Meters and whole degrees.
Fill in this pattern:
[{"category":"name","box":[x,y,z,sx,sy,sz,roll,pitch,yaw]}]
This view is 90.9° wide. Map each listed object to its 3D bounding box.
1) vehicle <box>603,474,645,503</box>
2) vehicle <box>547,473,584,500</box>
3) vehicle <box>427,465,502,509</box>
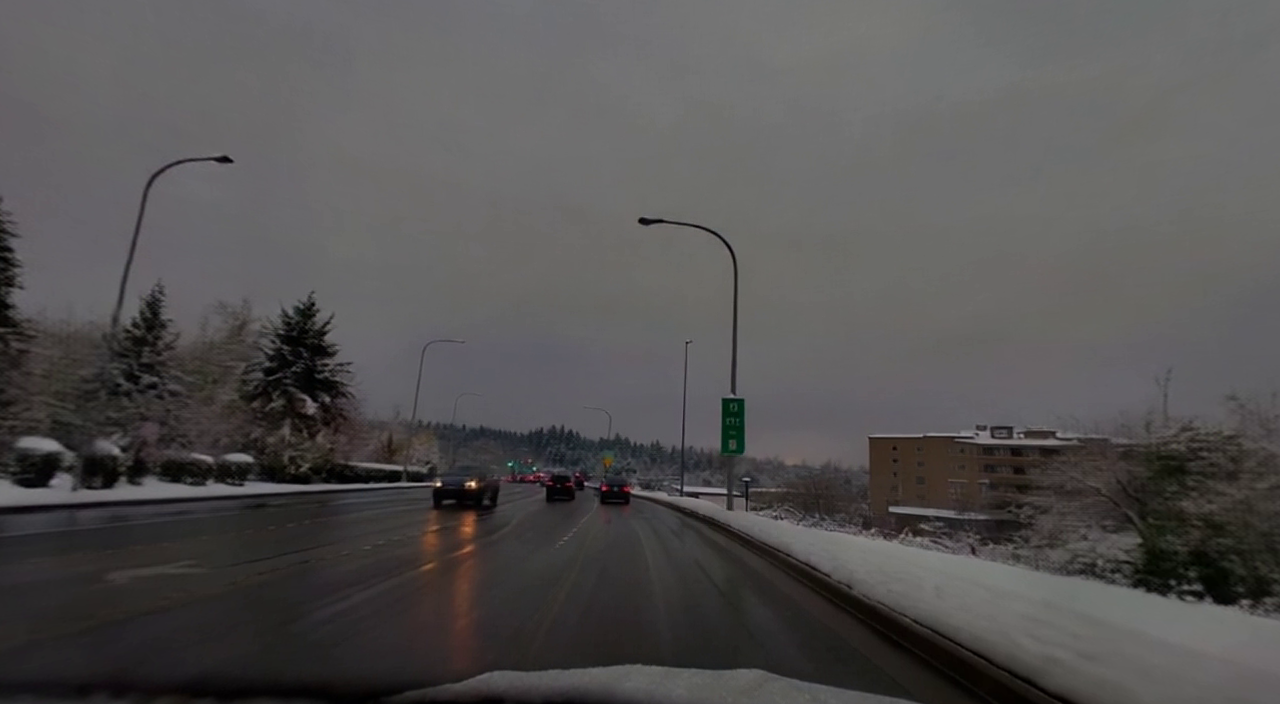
[{"category":"vehicle","box":[-0.987,7.725,35.910,2.129,1.471,4.258,2,-10,-4]},{"category":"vehicle","box":[-4.521,8.196,38.655,2.030,1.441,4.806,2,-10,-4]},{"category":"vehicle","box":[-7.066,5.474,25.824,2.016,1.573,4.259,2,-10,-3]}]
